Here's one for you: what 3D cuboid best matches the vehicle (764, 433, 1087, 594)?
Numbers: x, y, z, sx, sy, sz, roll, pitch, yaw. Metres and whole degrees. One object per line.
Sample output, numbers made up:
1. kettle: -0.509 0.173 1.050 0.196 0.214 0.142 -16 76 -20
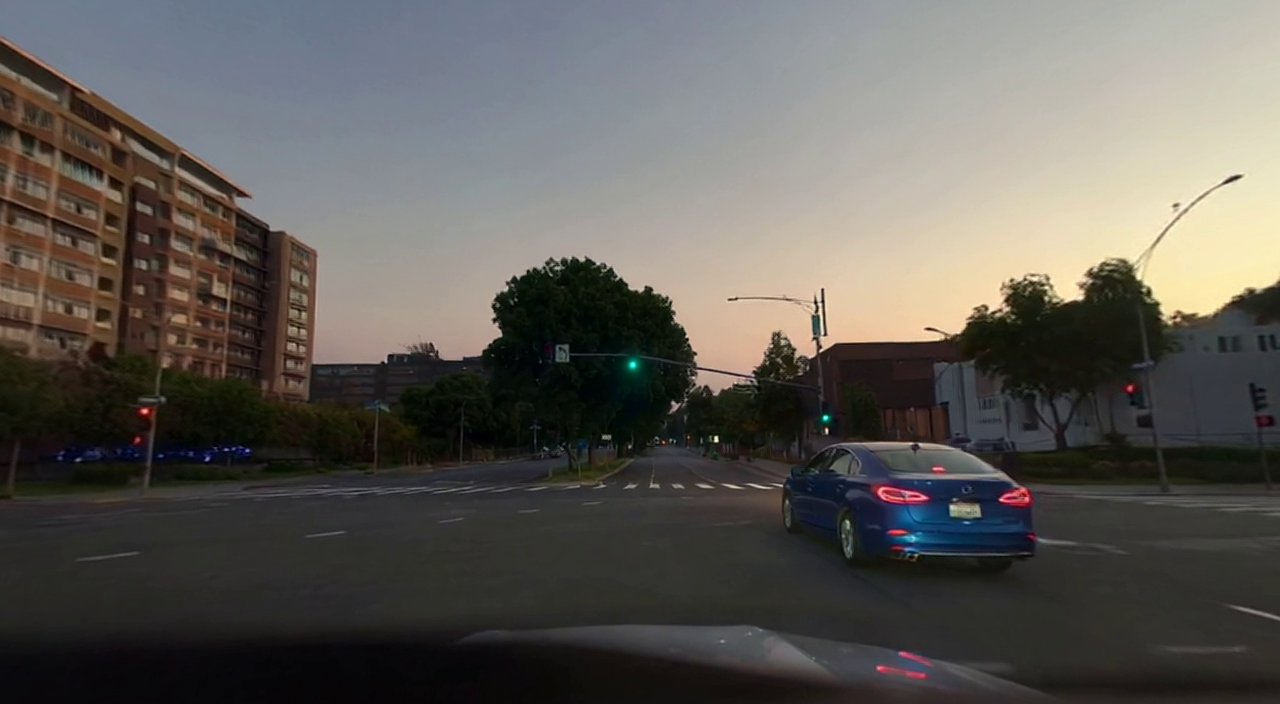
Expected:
1. vehicle: 3.267 1.942 8.602 2.089 1.539 4.767 0 -9 -1
